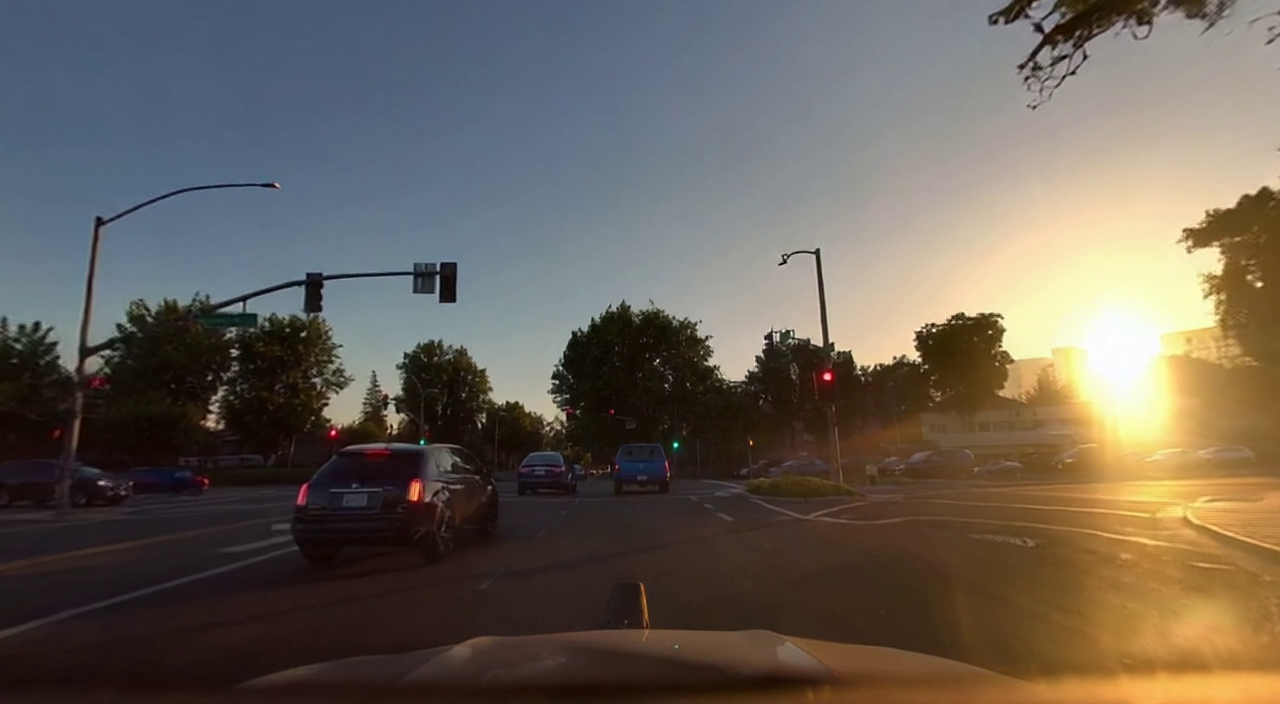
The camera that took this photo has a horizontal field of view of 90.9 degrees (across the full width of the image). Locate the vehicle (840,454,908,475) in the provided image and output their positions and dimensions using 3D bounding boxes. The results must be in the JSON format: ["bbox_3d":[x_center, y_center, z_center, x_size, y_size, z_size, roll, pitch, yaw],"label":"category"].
[{"bbox_3d":[18.095,8.710,48.919,4.478,1.495,2.063,0,-8,-1],"label":"vehicle"}]

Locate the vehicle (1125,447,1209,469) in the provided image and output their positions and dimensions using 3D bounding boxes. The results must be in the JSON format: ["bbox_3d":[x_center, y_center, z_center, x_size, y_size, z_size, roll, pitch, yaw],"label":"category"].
[{"bbox_3d":[37.818,7.571,45.235,4.525,1.468,1.839,1,-8,-5],"label":"vehicle"}]

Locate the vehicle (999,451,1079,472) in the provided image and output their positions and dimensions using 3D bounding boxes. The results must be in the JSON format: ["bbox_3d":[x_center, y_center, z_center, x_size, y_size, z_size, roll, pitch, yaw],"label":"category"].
[{"bbox_3d":[28.674,7.849,45.371,4.365,1.448,1.928,0,-8,0],"label":"vehicle"}]

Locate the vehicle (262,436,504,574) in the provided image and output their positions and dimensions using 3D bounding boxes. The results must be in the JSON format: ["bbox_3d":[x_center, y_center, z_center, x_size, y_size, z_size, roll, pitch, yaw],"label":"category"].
[{"bbox_3d":[-3.281,1.974,8.913,1.960,1.528,3.490,0,-8,-1],"label":"vehicle"}]

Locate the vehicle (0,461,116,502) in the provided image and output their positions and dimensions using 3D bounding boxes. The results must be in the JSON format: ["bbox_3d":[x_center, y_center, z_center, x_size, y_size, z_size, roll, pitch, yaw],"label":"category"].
[{"bbox_3d":[-27.161,5.892,28.785,4.623,1.710,2.034,0,-8,1],"label":"vehicle"}]

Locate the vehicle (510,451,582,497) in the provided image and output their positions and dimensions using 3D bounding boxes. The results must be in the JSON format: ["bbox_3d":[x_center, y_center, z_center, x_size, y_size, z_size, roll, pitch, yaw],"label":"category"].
[{"bbox_3d":[-3.393,4.468,23.586,2.013,1.474,4.393,0,-8,0],"label":"vehicle"}]

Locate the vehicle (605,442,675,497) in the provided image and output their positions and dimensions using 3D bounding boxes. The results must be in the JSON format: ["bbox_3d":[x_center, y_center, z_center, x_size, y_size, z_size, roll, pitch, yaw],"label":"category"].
[{"bbox_3d":[0.009,3.954,21.674,2.163,1.678,3.846,0,-8,0],"label":"vehicle"}]

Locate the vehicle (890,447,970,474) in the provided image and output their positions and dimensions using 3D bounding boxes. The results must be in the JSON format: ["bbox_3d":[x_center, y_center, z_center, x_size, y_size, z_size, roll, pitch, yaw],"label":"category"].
[{"bbox_3d":[20.723,7.772,45.176,4.585,1.681,2.140,-3,-10,-1],"label":"vehicle"}]

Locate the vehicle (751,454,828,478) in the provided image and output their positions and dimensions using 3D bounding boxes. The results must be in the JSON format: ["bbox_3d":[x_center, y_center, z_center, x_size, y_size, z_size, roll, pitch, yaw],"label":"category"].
[{"bbox_3d":[10.606,8.131,44.903,4.875,1.473,2.077,-2,-11,-2],"label":"vehicle"}]
